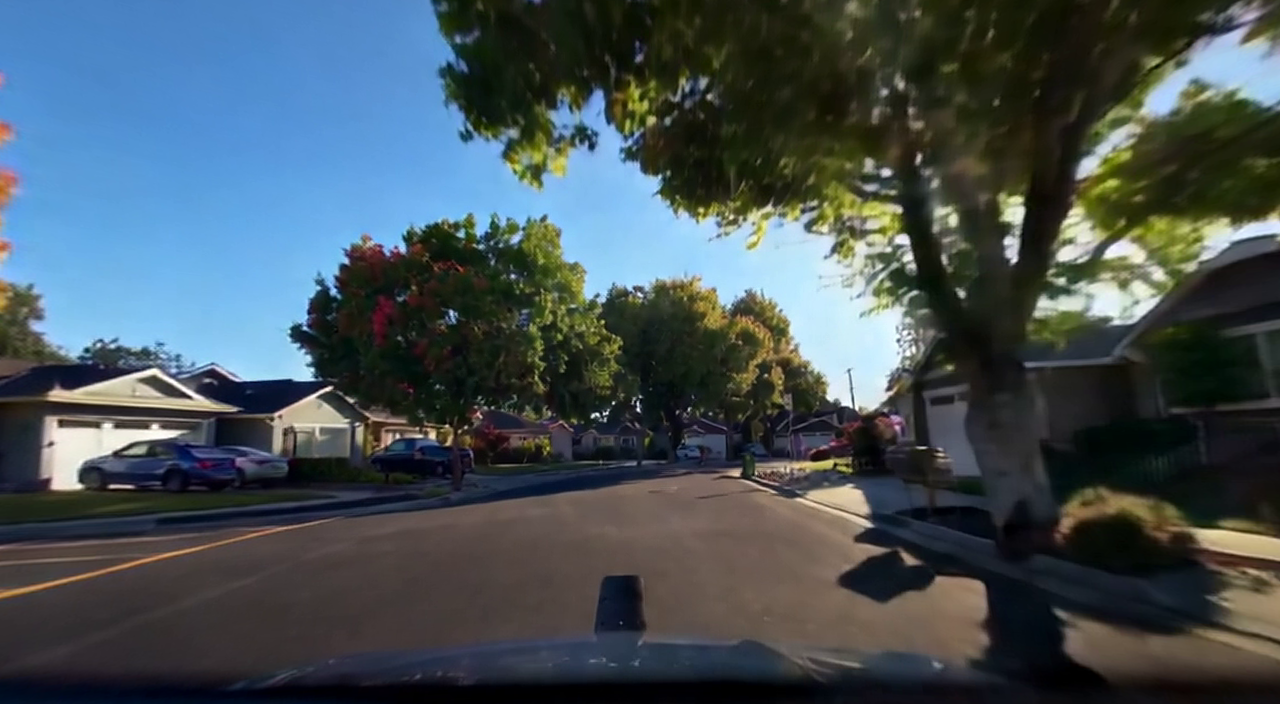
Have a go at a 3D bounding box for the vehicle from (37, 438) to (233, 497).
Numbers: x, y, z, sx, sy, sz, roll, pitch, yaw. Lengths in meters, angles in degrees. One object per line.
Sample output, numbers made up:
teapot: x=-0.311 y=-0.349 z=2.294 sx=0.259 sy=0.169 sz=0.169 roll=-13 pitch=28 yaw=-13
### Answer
vehicle: x=-16.671 y=3.815 z=21.111 sx=4.581 sy=1.811 sz=2.145 roll=0 pitch=-9 yaw=-2
